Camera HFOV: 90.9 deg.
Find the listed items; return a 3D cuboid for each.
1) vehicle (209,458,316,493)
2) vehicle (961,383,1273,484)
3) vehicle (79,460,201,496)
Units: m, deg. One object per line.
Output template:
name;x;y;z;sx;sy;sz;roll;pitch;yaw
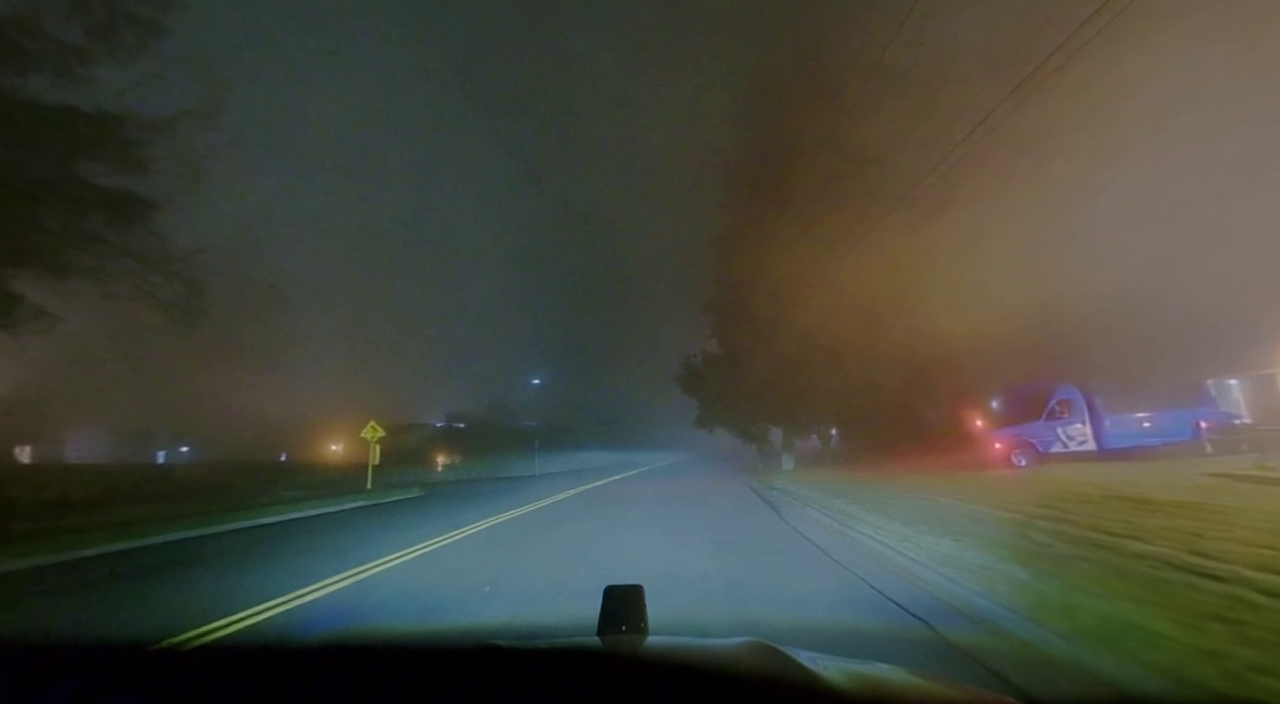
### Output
vehicle;-18.642;6.086;31.211;4.270;1.481;1.972;-3;-9;10
vehicle;11.586;2.061;15.810;5.704;1.788;2.095;-7;-8;8
vehicle;-25.413;6.394;32.120;4.751;1.489;2.052;-4;-9;7
